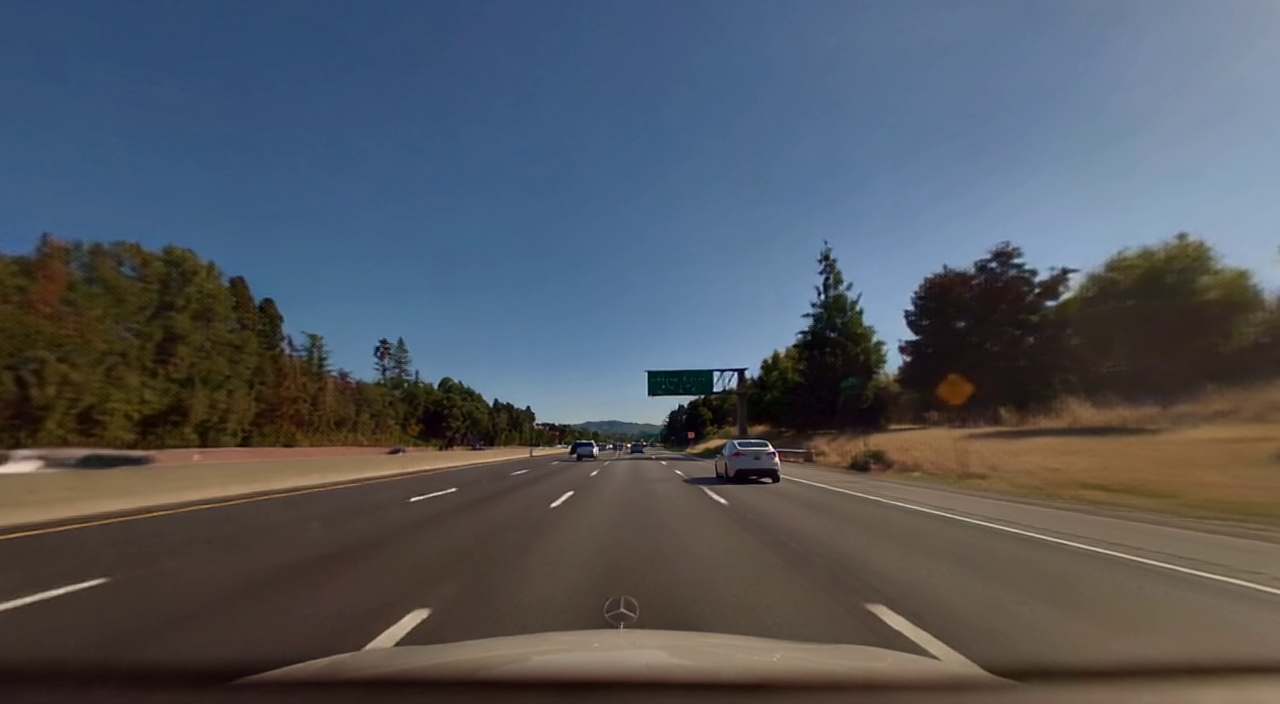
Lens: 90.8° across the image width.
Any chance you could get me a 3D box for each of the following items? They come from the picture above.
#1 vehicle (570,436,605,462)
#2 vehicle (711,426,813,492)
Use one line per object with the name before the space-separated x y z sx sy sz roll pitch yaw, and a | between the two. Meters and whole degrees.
vehicle | -3.818 7.090 46.320 2.173 1.793 4.564 0 -9 0
vehicle | 3.397 3.099 18.515 2.053 1.714 4.097 0 -9 -2
